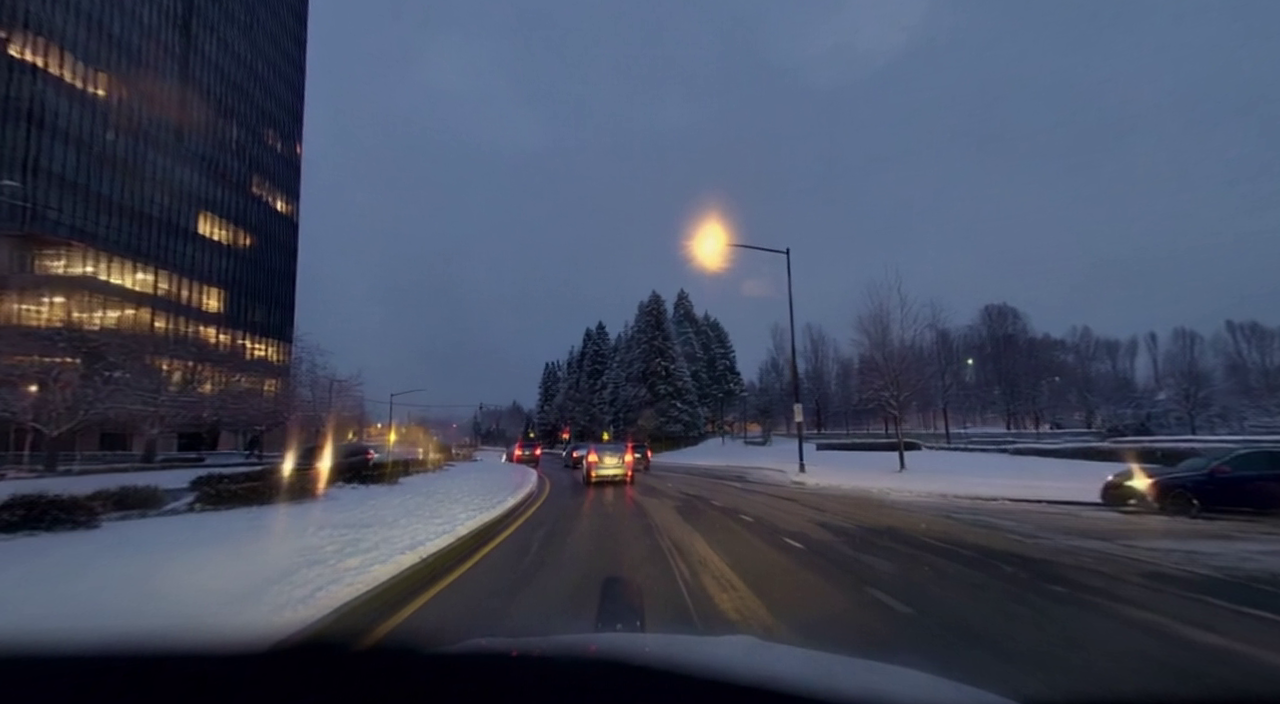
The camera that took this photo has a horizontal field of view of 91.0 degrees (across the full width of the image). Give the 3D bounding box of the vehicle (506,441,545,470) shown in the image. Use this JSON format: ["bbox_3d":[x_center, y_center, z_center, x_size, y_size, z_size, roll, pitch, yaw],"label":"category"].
[{"bbox_3d":[-7.313,6.542,40.063,2.121,1.728,4.161,2,-9,-14],"label":"vehicle"}]

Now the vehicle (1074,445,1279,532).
[{"bbox_3d":[11.573,2.577,12.202,4.645,1.505,2.100,-1,-9,9],"label":"vehicle"}]

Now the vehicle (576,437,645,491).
[{"bbox_3d":[-0.967,3.865,22.147,2.183,1.675,4.319,0,-9,-1],"label":"vehicle"}]

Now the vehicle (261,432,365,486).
[{"bbox_3d":[-14.167,4.837,27.743,2.334,1.945,5.298,6,-13,-9],"label":"vehicle"}]
